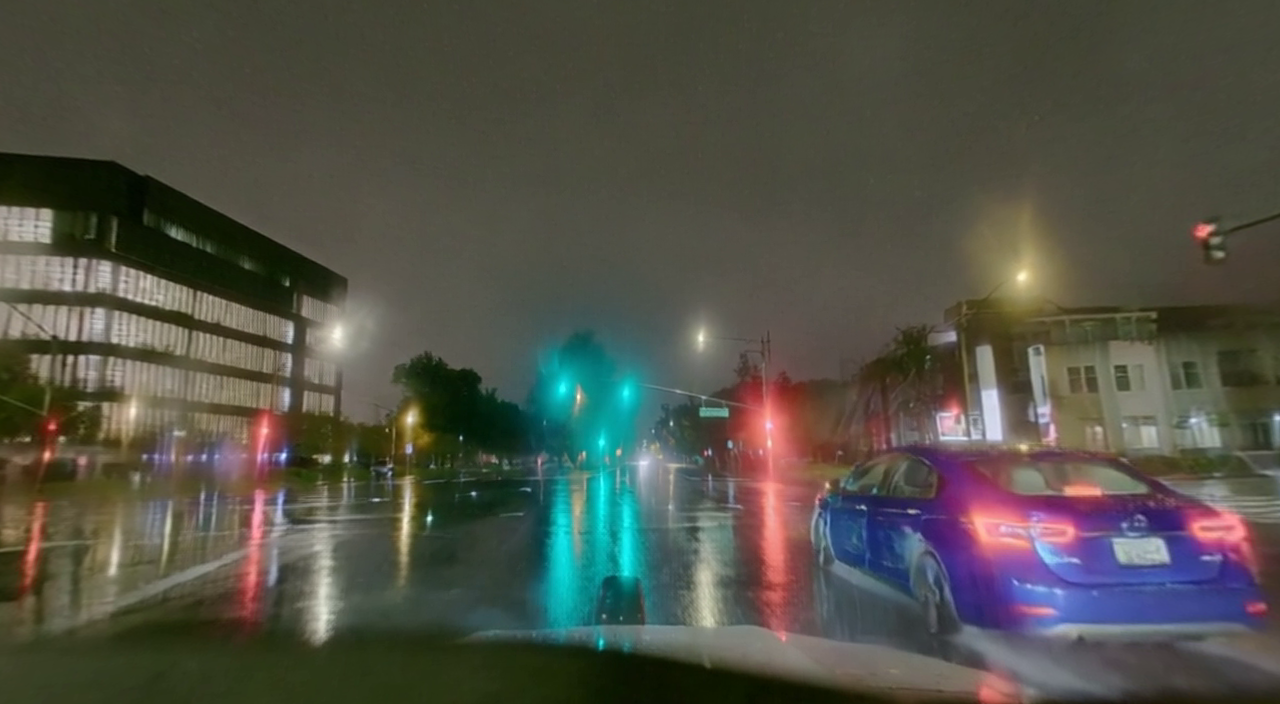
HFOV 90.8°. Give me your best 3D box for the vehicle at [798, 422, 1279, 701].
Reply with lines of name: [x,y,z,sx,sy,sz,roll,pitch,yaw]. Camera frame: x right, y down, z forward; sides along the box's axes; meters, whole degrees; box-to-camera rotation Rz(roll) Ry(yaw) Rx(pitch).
vehicle: [3.196,1.530,5.989,2.089,1.539,4.767,0,-9,-1]
